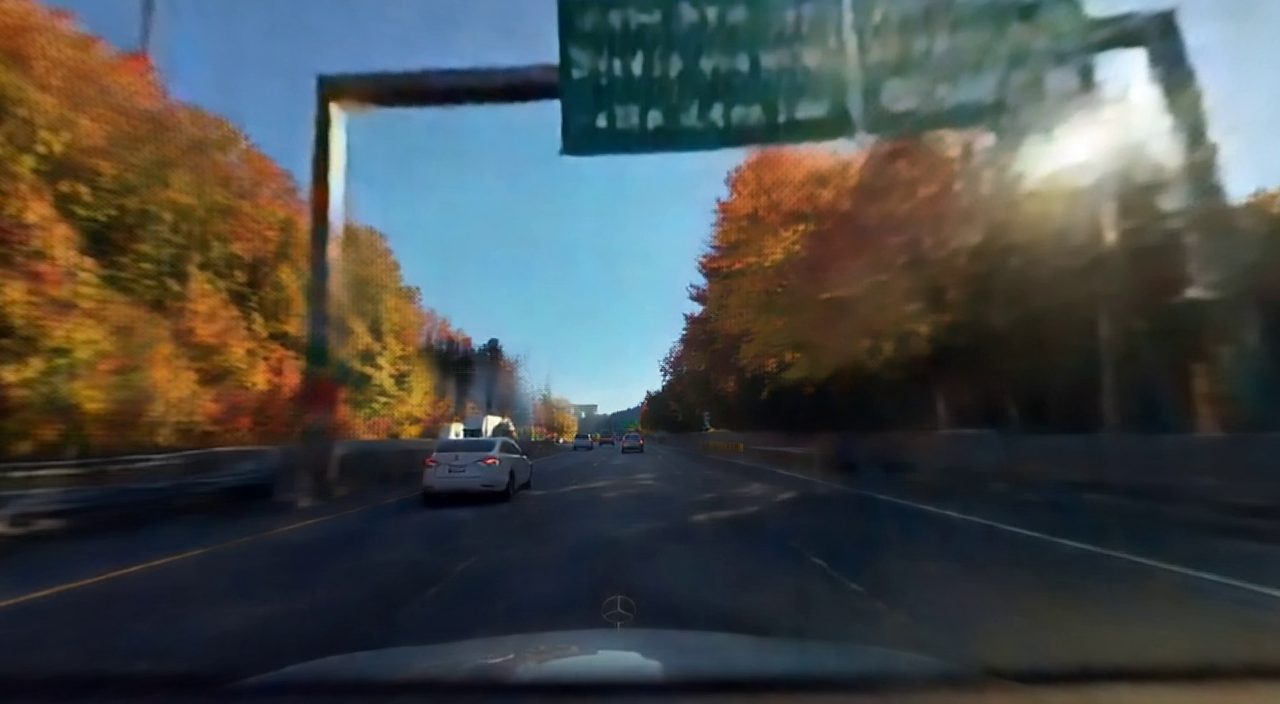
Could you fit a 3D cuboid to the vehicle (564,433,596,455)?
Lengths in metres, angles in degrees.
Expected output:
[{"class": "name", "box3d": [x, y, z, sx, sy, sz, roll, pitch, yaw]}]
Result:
[{"class": "vehicle", "box3d": [-4.491, 6.971, 47.681, 2.071, 1.524, 4.398, 0, -8, -1]}]

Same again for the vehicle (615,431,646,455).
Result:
[{"class": "vehicle", "box3d": [-0.660, 6.300, 43.586, 2.054, 1.609, 3.859, 0, -8, -1]}]

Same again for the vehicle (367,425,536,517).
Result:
[{"class": "vehicle", "box3d": [-3.479, 2.281, 12.680, 1.989, 1.497, 4.645, 0, -8, 0]}]
